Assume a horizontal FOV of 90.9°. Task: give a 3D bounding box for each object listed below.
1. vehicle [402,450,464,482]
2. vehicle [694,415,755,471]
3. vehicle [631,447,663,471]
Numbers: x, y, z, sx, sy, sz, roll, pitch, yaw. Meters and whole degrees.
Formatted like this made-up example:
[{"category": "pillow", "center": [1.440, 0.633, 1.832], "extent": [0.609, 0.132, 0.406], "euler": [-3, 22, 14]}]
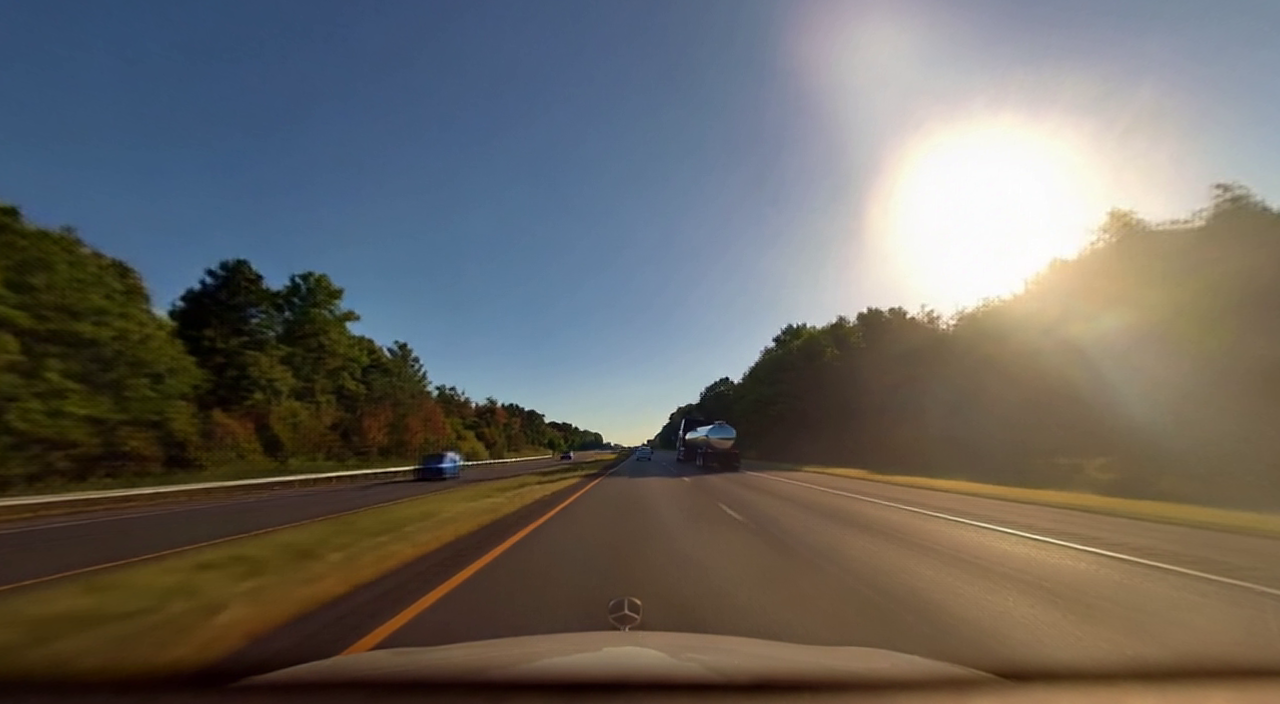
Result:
[{"category": "vehicle", "center": [-11.867, 6.547, 36.422], "extent": [1.995, 1.691, 4.555], "euler": [0, -9, 0]}, {"category": "vehicle", "center": [4.988, 5.600, 38.468], "extent": [2.718, 3.034, 7.395], "euler": [0, -9, 0]}, {"category": "vehicle", "center": [0.412, 6.738, 39.839], "extent": [1.926, 1.386, 3.615], "euler": [0, -9, 0]}]
